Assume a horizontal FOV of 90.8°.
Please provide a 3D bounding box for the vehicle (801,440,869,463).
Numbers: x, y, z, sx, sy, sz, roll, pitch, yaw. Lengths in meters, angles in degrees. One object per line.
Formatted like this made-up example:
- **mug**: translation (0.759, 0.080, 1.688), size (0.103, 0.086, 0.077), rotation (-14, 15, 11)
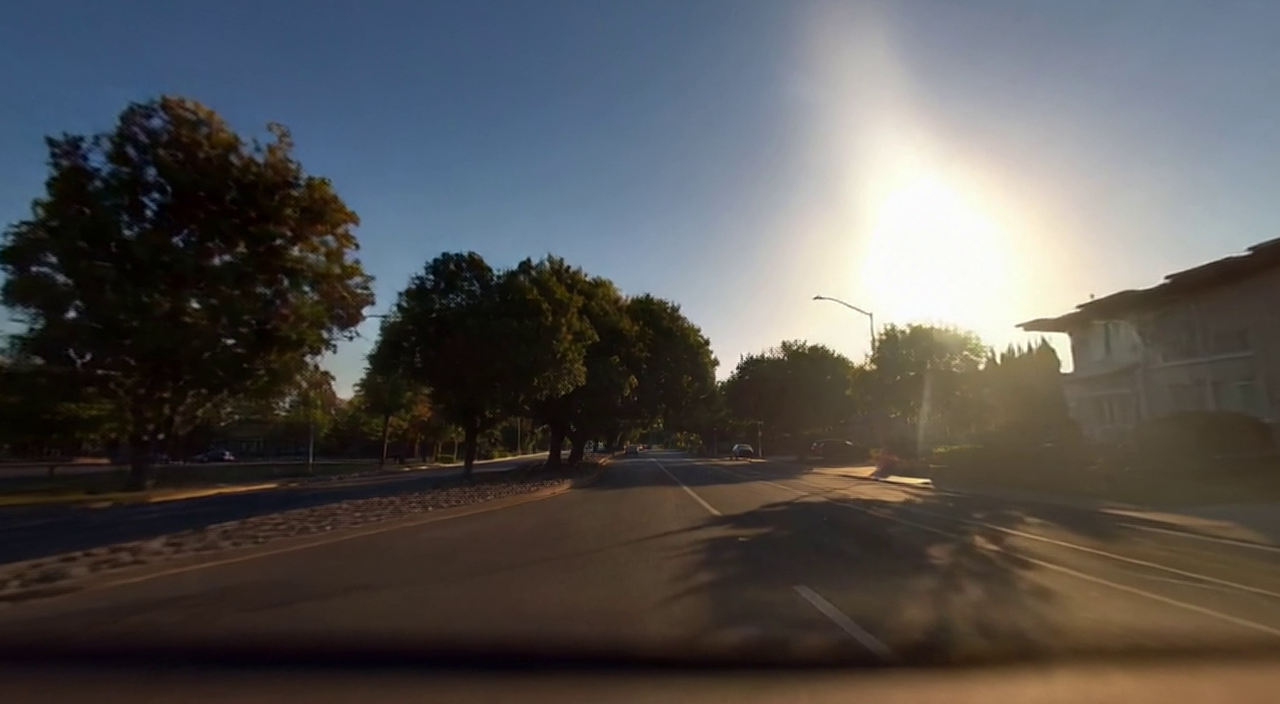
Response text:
- **vehicle**: translation (15.292, 7.797, 49.621), size (4.605, 1.779, 2.135), rotation (0, -9, -1)
